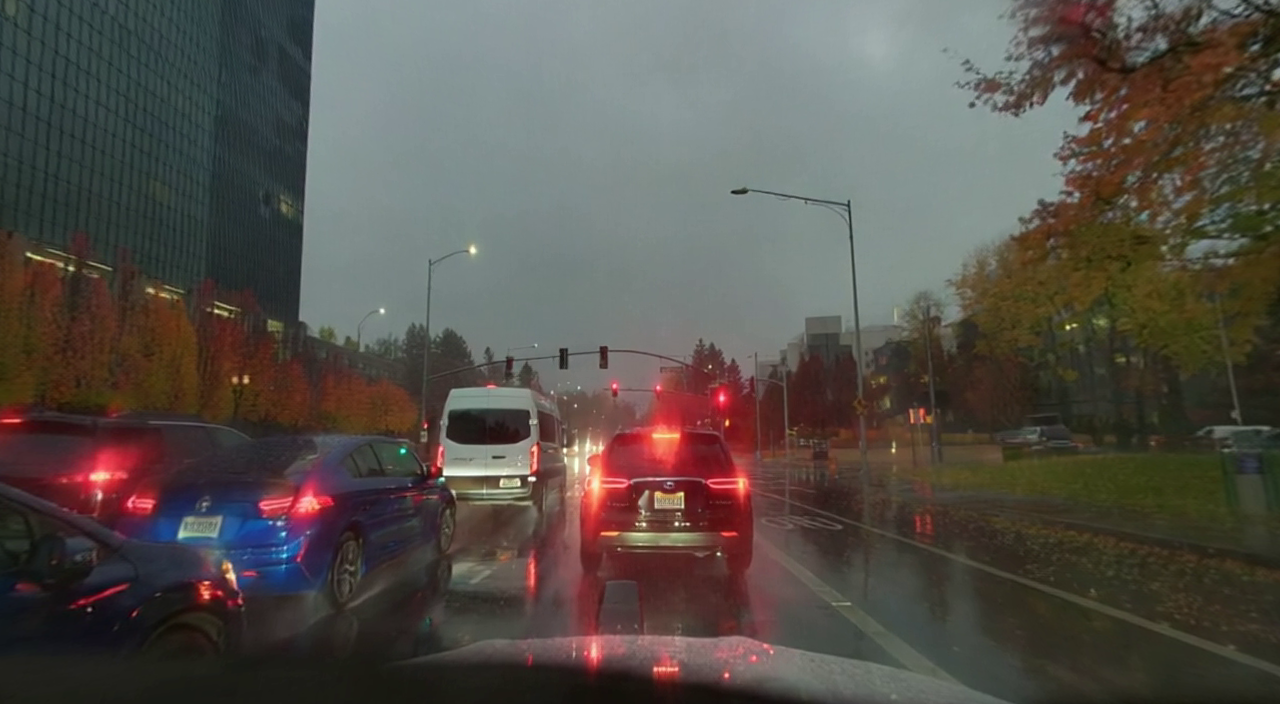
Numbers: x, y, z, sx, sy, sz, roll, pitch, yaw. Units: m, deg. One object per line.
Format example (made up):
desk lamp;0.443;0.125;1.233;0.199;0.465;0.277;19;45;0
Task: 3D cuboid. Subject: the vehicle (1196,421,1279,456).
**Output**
vehicle;28.377;4.000;28.639;1.762;1.487;4.488;-1;-9;1

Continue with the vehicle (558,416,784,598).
vehicle;0.195;1.639;7.378;1.979;1.562;3.630;0;-9;-3

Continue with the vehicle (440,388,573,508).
vehicle;-3.269;2.565;16.805;2.343;2.635;5.684;0;-9;0

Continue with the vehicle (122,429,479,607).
vehicle;-3.482;1.767;7.578;1.955;1.499;4.223;0;-9;0

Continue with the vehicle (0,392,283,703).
vehicle;-2.906;0.819;1.504;1.893;1.491;3.798;0;-9;-1
